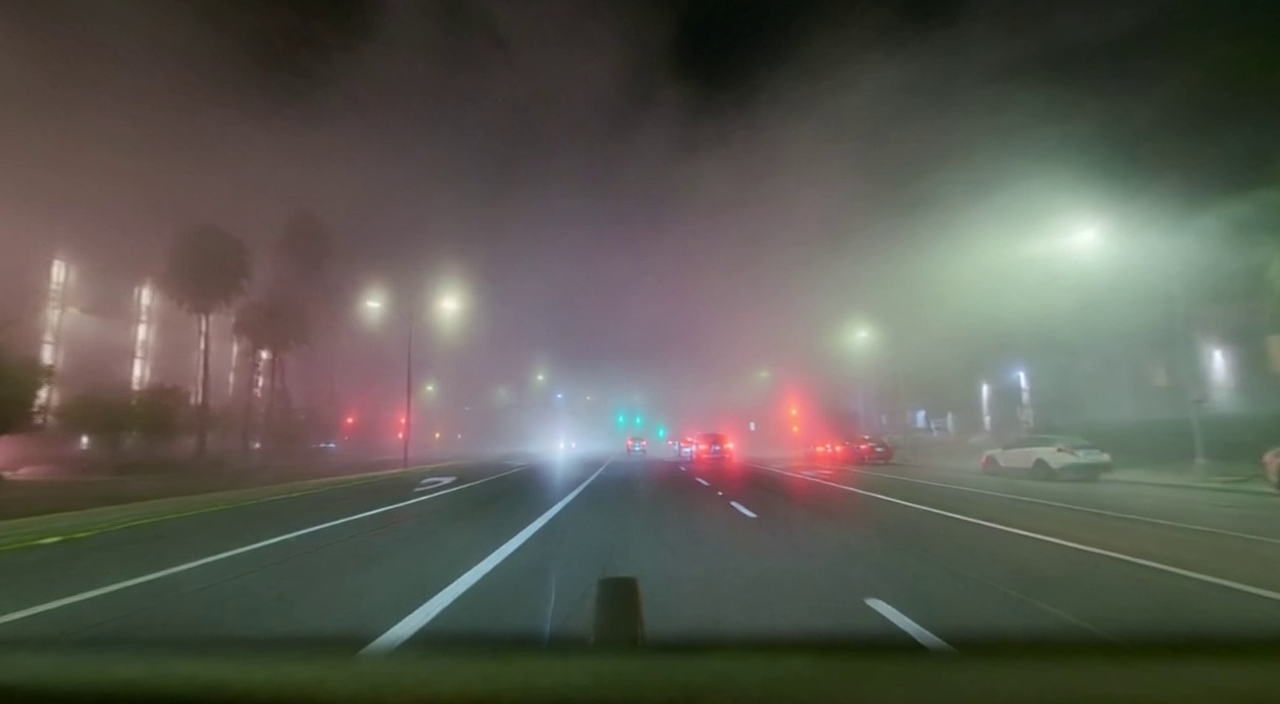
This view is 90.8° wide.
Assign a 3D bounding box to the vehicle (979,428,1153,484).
[{"bbox_3d":[13.708,3.406,20.829,2.009,1.600,4.960,0,-9,-4],"label":"vehicle"}]

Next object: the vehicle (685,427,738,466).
[{"bbox_3d":[3.730,5.057,33.850,2.104,1.910,4.693,0,-9,-2],"label":"vehicle"}]

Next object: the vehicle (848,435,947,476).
[{"bbox_3d":[10.180,4.139,25.376,1.871,1.465,4.395,0,-9,-3],"label":"vehicle"}]
